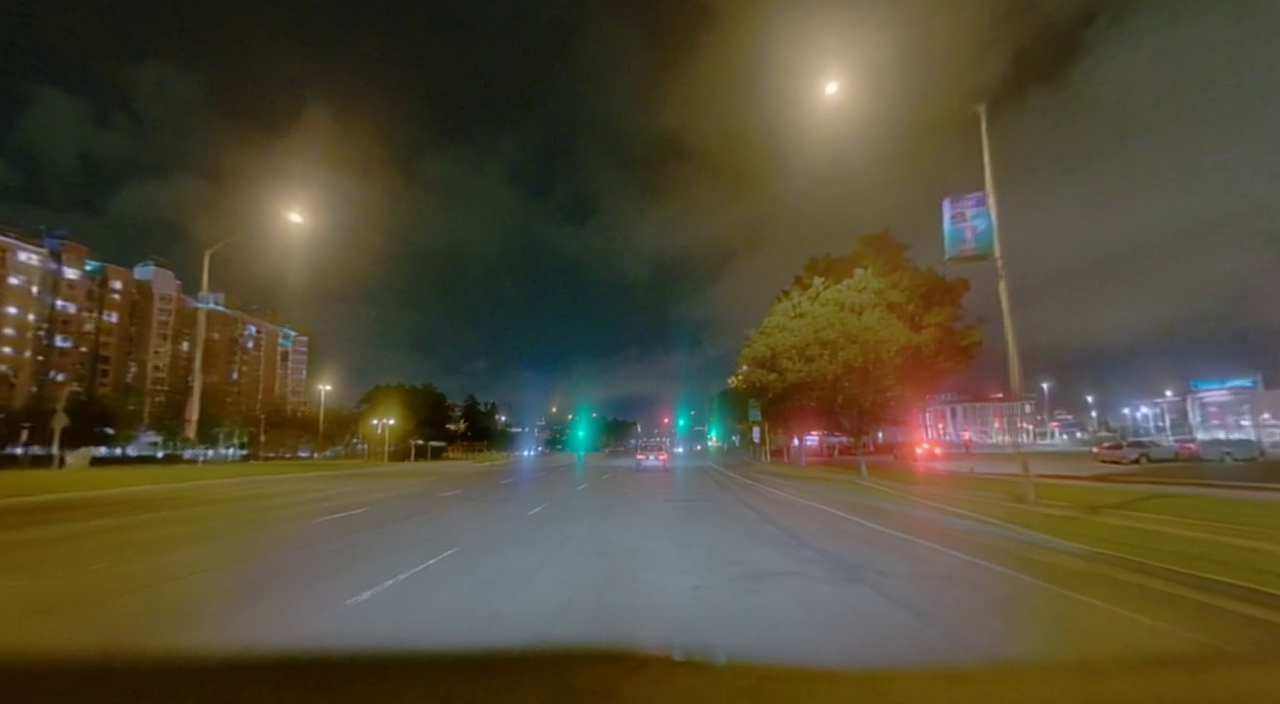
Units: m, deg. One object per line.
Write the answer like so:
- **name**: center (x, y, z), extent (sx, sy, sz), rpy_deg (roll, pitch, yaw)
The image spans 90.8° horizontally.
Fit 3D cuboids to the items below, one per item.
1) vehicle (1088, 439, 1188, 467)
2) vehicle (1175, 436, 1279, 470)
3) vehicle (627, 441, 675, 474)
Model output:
- **vehicle**: center (28.346, 5.761, 36.157), extent (1.839, 1.470, 4.548), rpy_deg (1, -8, -3)
- **vehicle**: center (33.501, 5.668, 35.816), extent (1.984, 1.750, 4.798), rpy_deg (0, -8, -2)
- **vehicle**: center (0.576, 5.075, 30.750), extent (2.133, 1.481, 4.276), rpy_deg (0, -8, 2)
